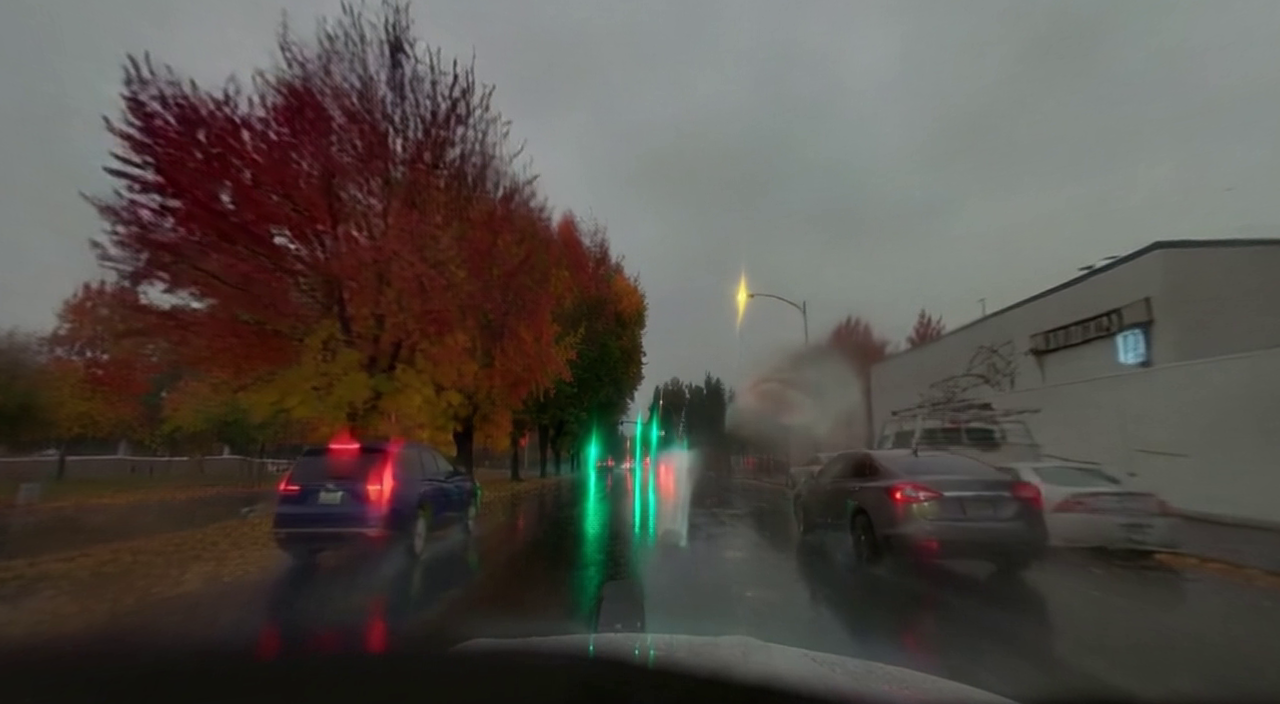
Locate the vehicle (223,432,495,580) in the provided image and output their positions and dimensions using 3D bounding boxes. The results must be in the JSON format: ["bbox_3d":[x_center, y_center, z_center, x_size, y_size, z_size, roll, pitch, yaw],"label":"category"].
[{"bbox_3d":[-3.500,1.976,8.959,1.751,1.540,4.481,0,-9,1],"label":"vehicle"}]

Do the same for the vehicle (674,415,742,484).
[{"bbox_3d":[3.918,6.042,39.150,3.003,3.680,10.684,0,-9,0],"label":"vehicle"}]

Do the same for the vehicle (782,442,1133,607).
[{"bbox_3d":[3.416,1.929,8.180,1.915,1.449,4.970,0,-9,-1],"label":"vehicle"}]
